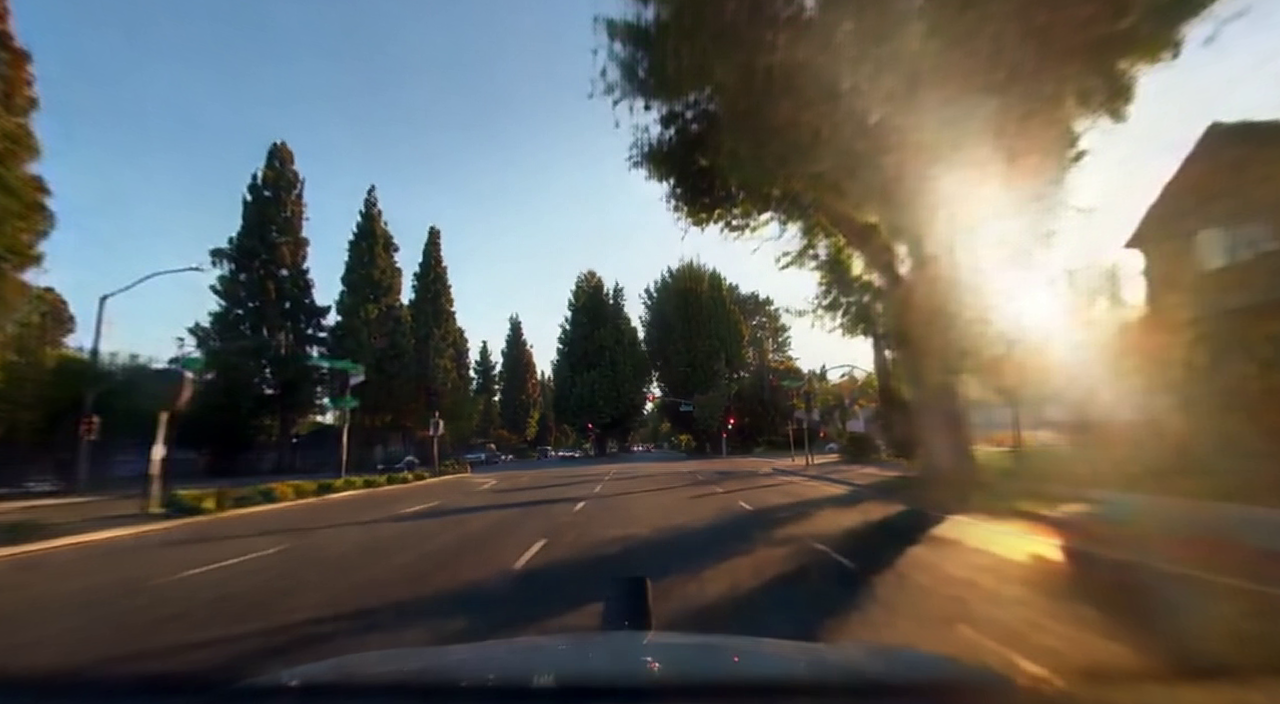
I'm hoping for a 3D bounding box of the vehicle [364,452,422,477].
[{"bbox_3d":[-16.504,7.540,42.394,1.946,1.502,4.557,0,-9,1],"label":"vehicle"}]
